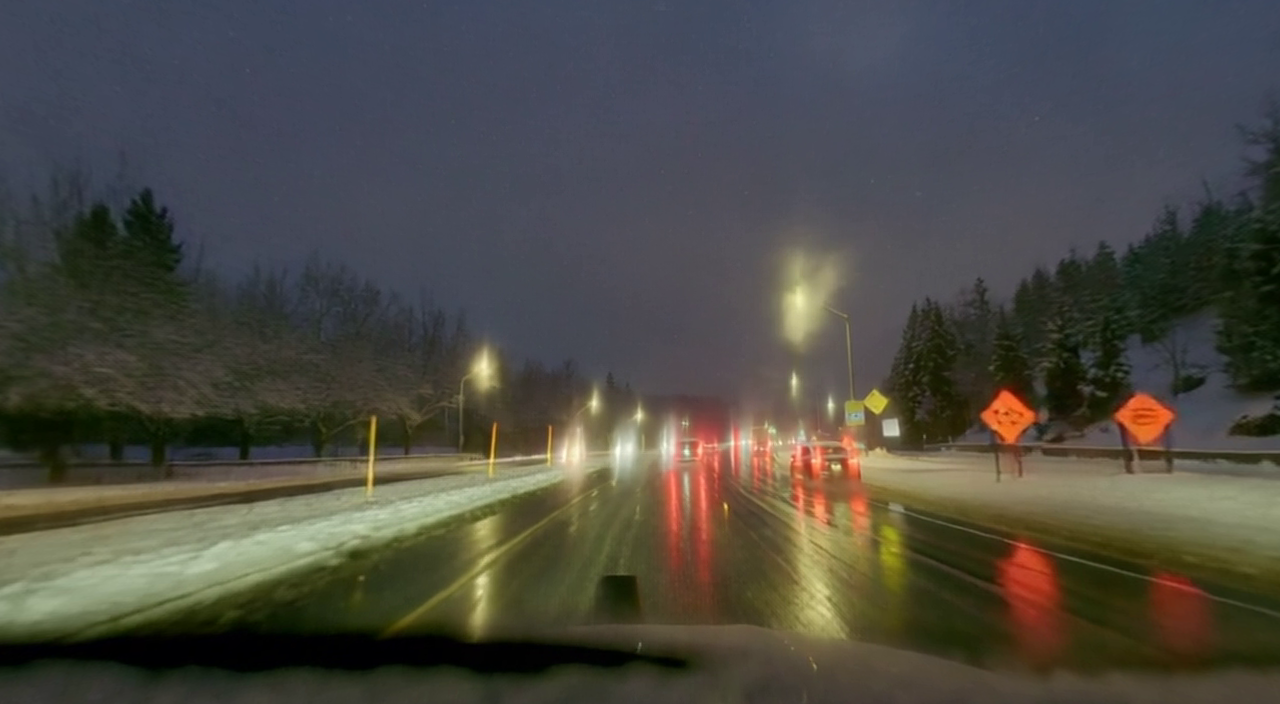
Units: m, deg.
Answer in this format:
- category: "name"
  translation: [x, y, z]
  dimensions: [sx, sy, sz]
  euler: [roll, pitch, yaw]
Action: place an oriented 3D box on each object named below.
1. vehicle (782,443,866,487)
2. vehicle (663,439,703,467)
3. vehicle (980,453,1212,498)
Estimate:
- category: "vehicle"
  translation: [6.706, 4.147, 23.467]
  dimensions: [2.044, 1.474, 4.083]
  euler: [-1, -8, 3]
- category: "vehicle"
  translation: [2.796, 6.430, 40.430]
  dimensions: [2.201, 1.676, 4.541]
  euler: [-1, -9, 8]
- category: "vehicle"
  translation: [12.186, 3.326, 17.472]
  dimensions: [3.503, 1.020, 4.269]
  euler: [-1, -9, 7]
